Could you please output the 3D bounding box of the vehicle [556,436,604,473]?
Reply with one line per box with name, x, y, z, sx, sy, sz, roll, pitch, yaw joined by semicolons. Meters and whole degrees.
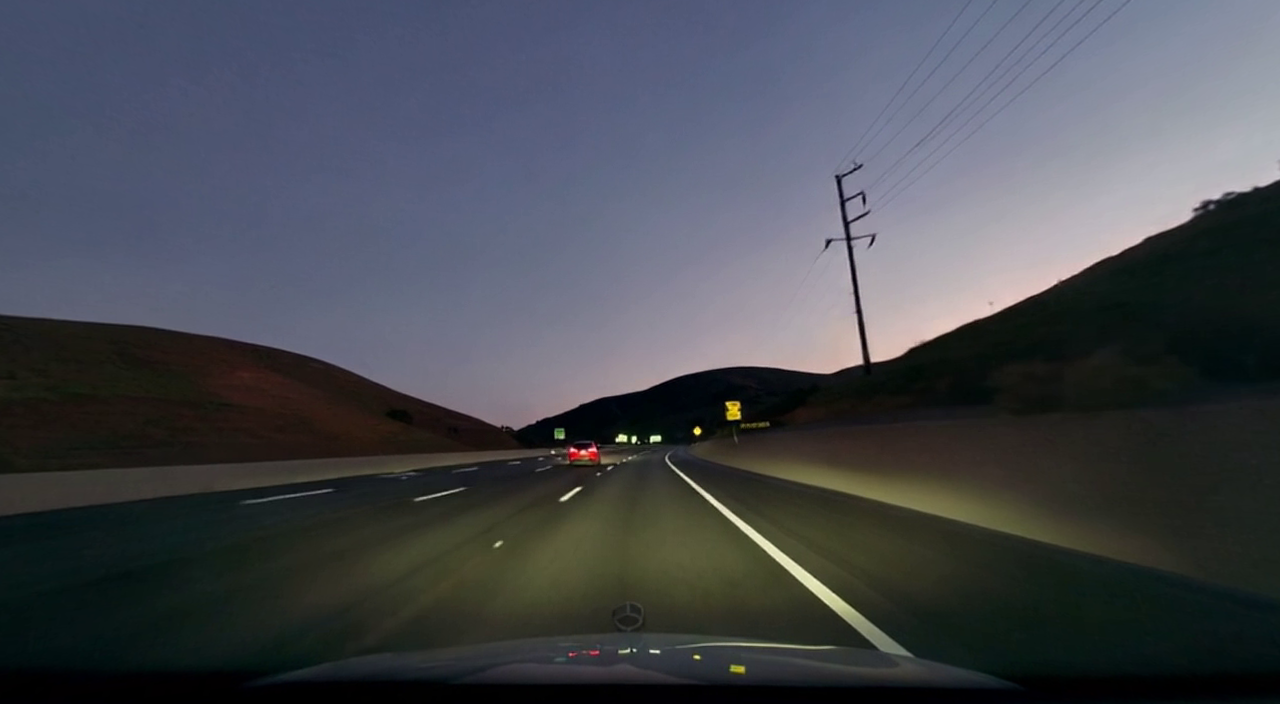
vehicle;-3.220;5.595;34.675;2.136;1.845;4.515;0;-8;1
